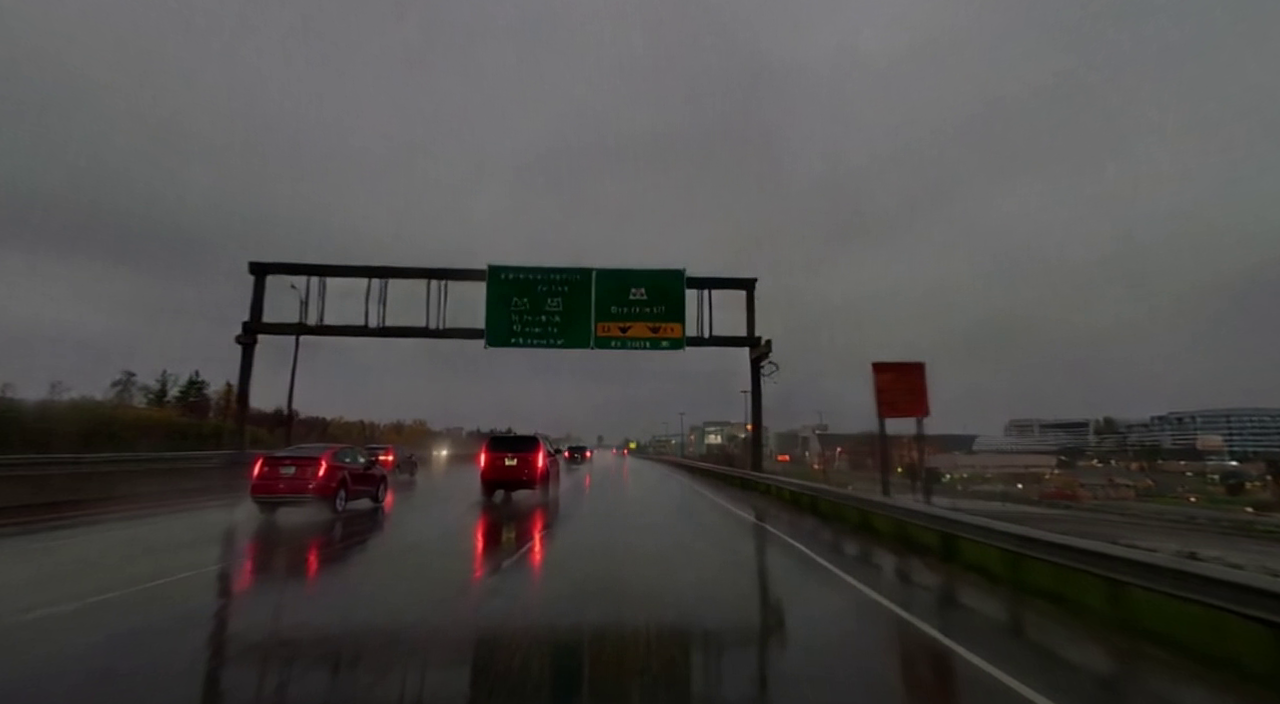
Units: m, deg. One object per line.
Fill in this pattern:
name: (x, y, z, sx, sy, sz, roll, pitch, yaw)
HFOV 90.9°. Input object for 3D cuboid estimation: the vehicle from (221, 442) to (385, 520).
vehicle: (-7.391, 2.816, 14.254, 1.796, 1.509, 3.393, 0, -8, 0)

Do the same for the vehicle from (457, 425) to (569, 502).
vehicle: (-3.635, 3.313, 19.243, 2.301, 1.985, 5.247, 0, -8, 1)

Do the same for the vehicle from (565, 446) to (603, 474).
vehicle: (-3.341, 6.482, 38.063, 1.955, 1.614, 3.817, 0, -8, 0)
